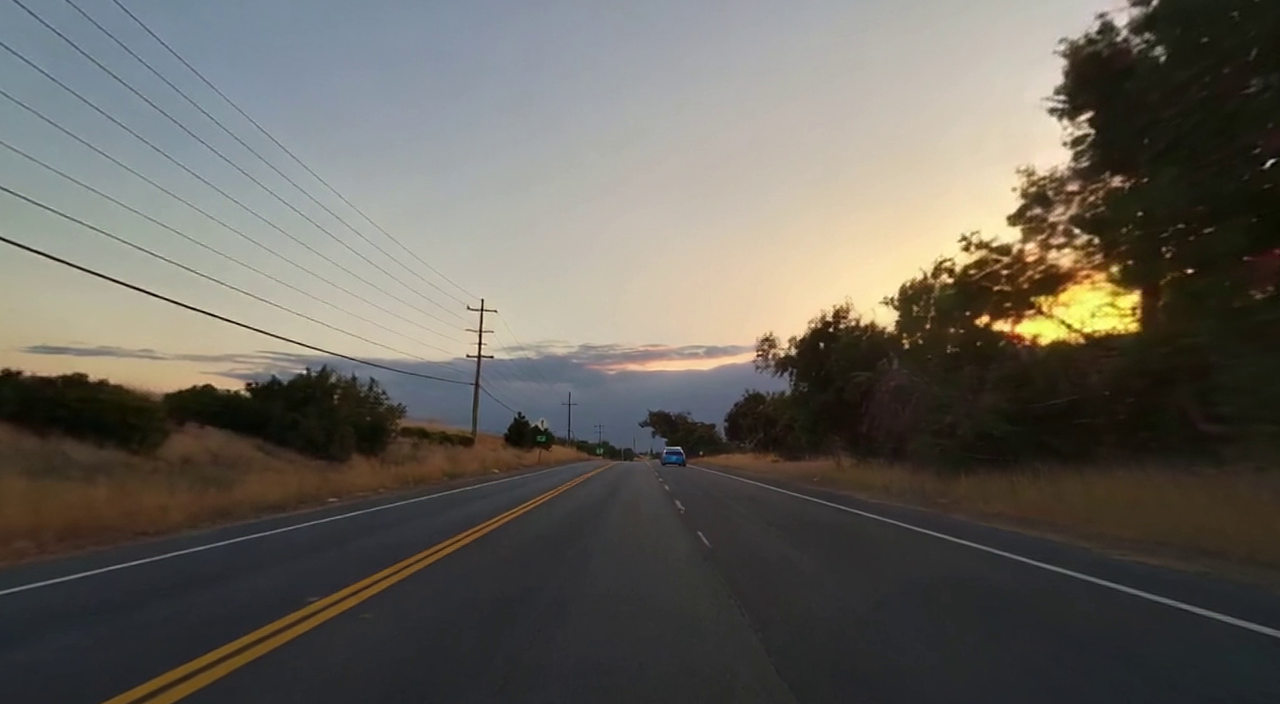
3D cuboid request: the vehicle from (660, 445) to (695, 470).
[{"bbox_3d":[2.674,7.675,46.191,2.135,1.692,4.185,0,-9,-2],"label":"vehicle"}]
